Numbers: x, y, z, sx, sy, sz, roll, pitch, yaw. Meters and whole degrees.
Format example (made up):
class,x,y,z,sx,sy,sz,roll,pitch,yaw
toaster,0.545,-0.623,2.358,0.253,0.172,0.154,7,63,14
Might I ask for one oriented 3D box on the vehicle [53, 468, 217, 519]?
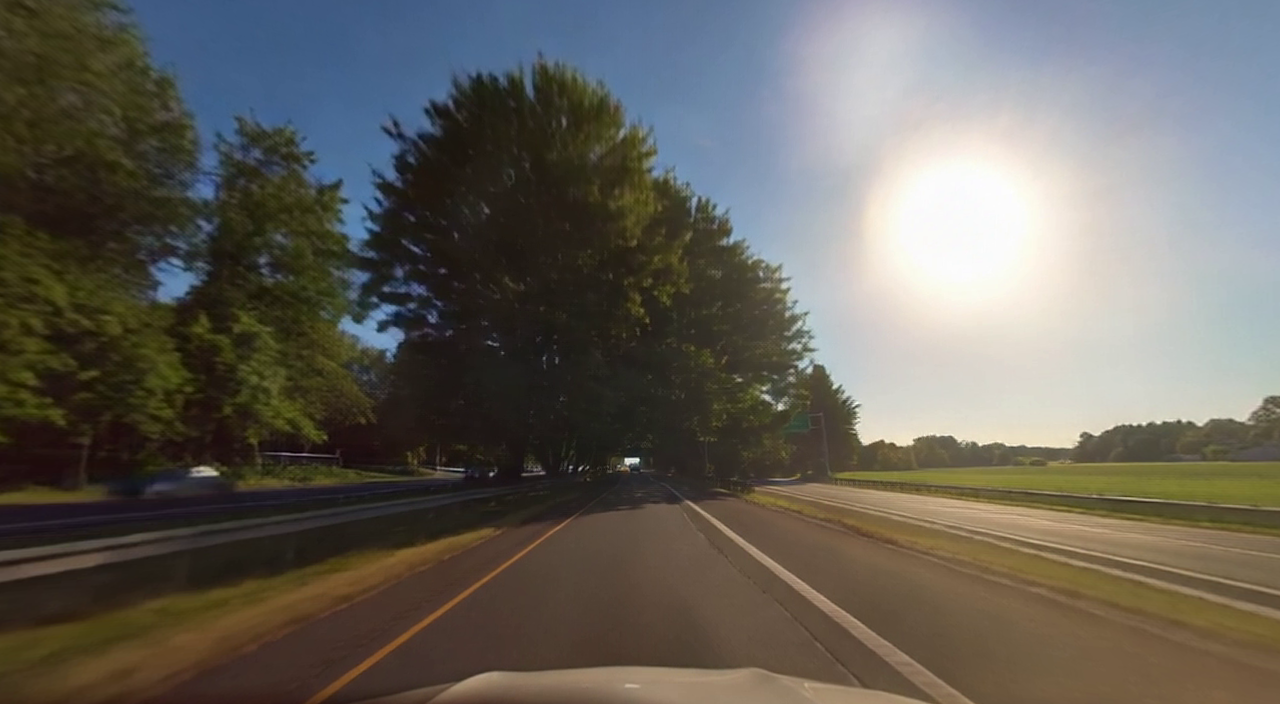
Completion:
class,x,y,z,sx,sy,sz,roll,pitch,yaw
vehicle,-16.446,4.593,20.869,1.791,1.452,4.326,1,-11,1
